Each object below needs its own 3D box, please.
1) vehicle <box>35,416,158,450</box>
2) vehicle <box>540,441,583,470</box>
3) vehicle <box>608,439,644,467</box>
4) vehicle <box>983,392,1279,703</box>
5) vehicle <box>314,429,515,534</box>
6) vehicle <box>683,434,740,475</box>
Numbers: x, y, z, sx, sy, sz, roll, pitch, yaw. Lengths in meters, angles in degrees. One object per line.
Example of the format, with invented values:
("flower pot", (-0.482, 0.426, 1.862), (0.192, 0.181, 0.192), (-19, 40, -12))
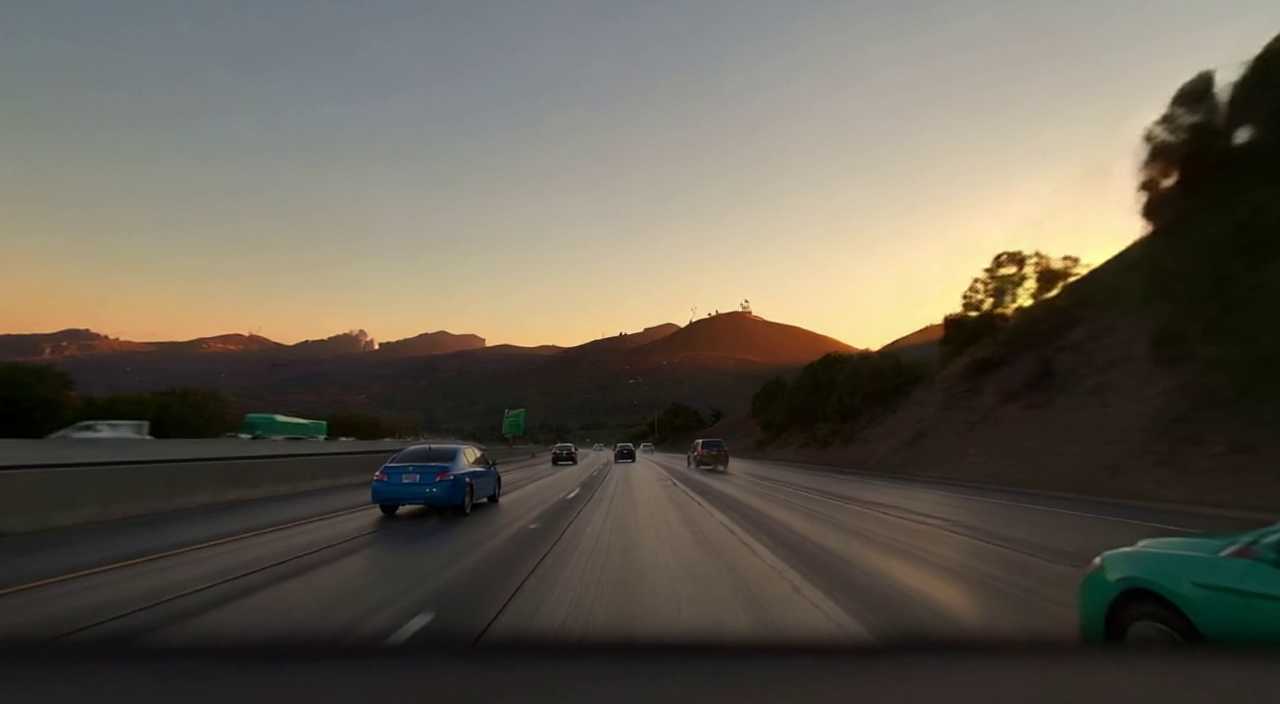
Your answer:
("vehicle", (-31.496, 4.794, 36.839), (1.999, 1.766, 5.898), (0, -9, -1))
("vehicle", (-4.160, 5.568, 33.931), (1.796, 1.464, 3.839), (0, -9, 0))
("vehicle", (-0.836, 6.266, 39.175), (2.147, 1.572, 4.094), (0, -9, 0))
("vehicle", (3.391, 0.848, 1.839), (2.136, 1.511, 4.706), (0, -9, 0))
("vehicle", (-3.735, 2.220, 11.383), (1.993, 1.500, 4.248), (0, -9, 1))
("vehicle", (3.402, 5.009, 30.899), (2.222, 1.820, 4.733), (0, -9, -1))
